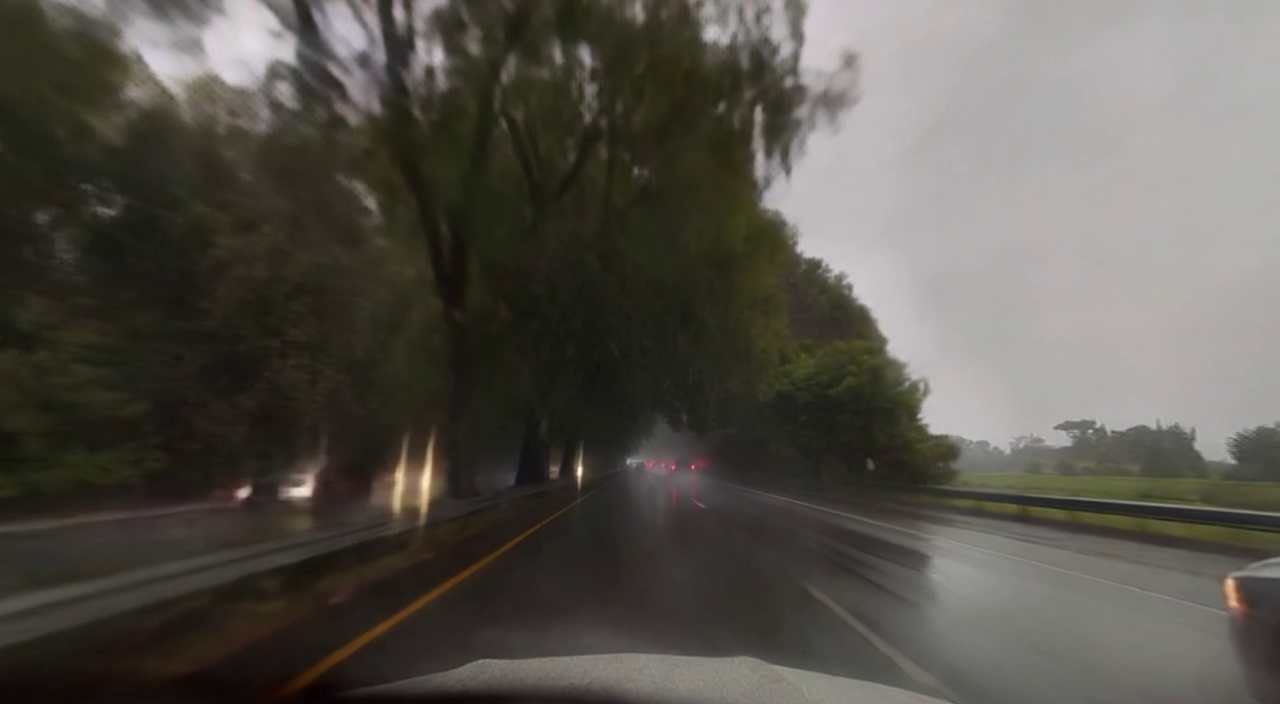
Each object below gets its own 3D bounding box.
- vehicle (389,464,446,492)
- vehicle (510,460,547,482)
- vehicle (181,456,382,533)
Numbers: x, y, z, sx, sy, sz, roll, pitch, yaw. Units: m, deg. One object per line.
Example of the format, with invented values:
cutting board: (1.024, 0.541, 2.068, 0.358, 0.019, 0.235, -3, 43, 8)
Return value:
vehicle: (-12.727, 7.233, 36.301, 1.850, 1.498, 3.693, 1, -10, 1)
vehicle: (-7.963, 8.568, 45.346, 1.916, 1.457, 3.642, 0, -10, 2)
vehicle: (-7.874, 3.175, 14.462, 2.049, 1.456, 4.249, 1, -10, 1)
